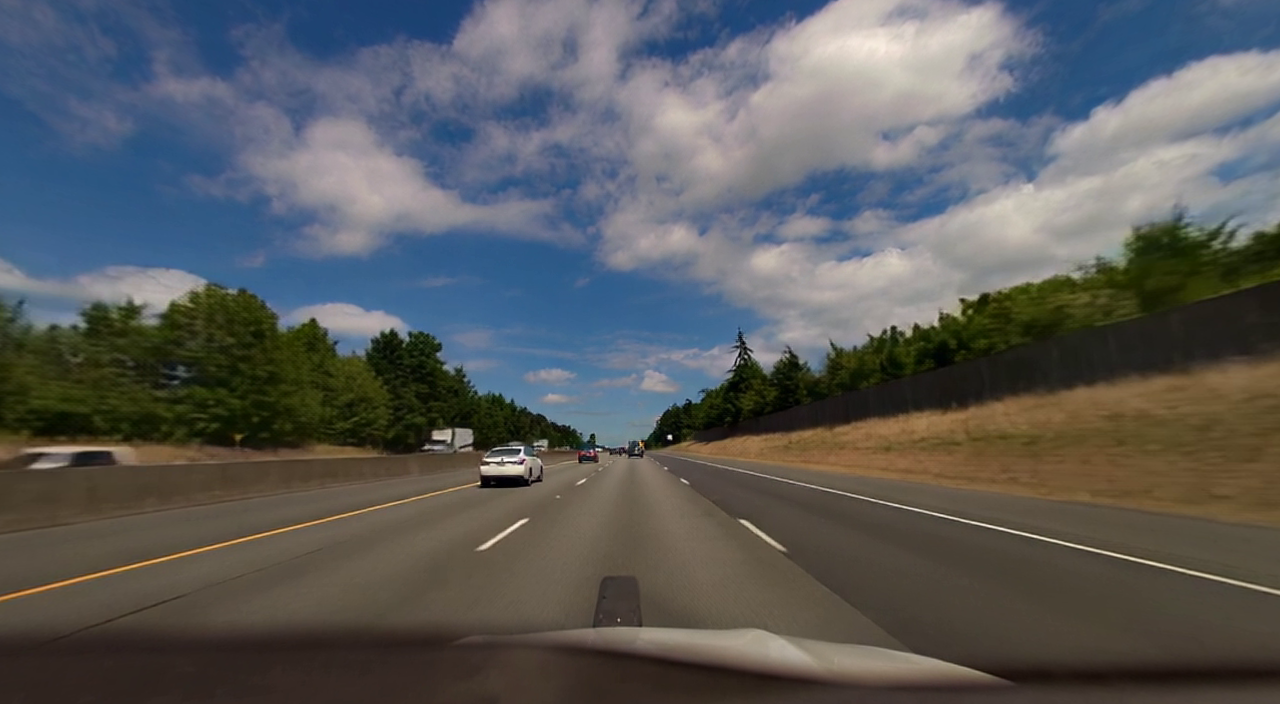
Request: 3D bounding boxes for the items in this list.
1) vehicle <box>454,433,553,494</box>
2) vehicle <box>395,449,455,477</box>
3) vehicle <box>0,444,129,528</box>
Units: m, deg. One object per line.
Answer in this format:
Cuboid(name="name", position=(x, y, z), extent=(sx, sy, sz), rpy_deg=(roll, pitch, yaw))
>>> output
Cuboid(name="vehicle", position=(-4.123, 3.454, 19.753), extent=(2.151, 1.693, 4.201), rpy_deg=(-1, -9, 1))
Cuboid(name="vehicle", position=(-12.457, 6.408, 36.563), extent=(1.914, 1.490, 4.545), rpy_deg=(0, -9, 0))
Cuboid(name="vehicle", position=(-13.108, 2.650, 12.530), extent=(1.955, 1.557, 4.567), rpy_deg=(-1, -9, -1))
